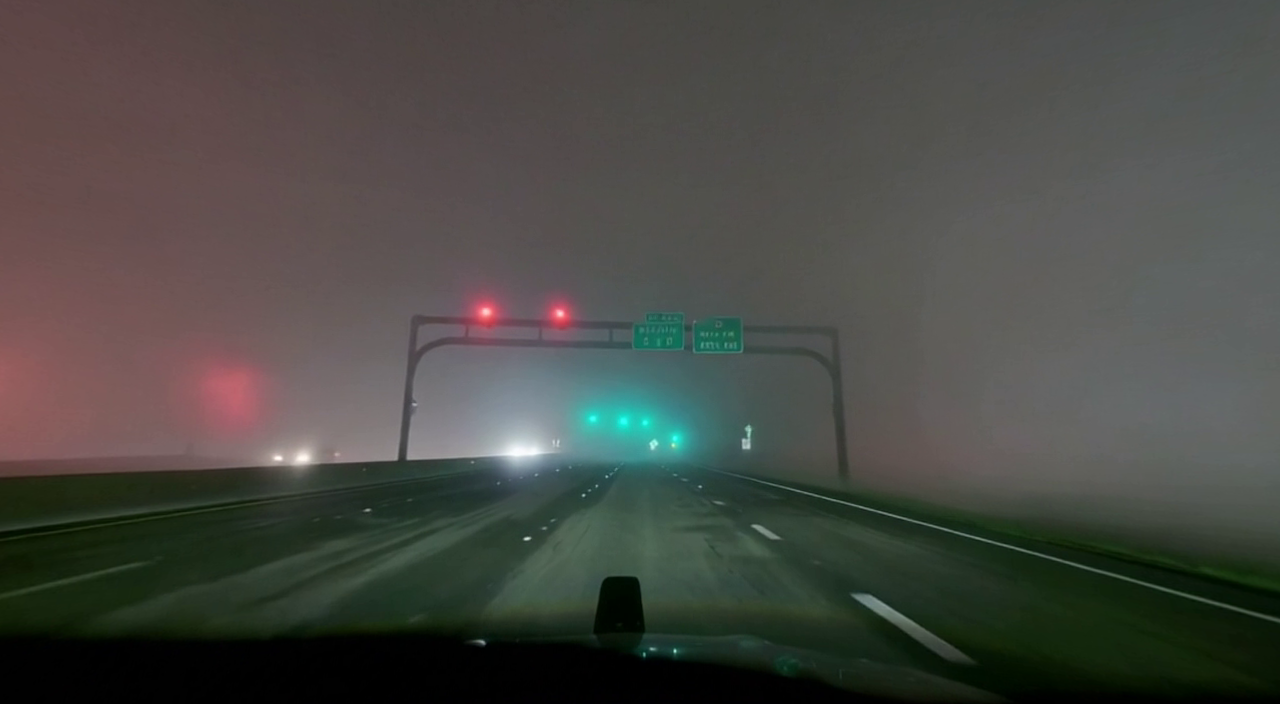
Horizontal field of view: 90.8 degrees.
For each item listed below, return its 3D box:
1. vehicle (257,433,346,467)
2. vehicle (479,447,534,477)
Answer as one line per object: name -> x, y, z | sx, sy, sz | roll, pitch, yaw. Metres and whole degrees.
vehicle -> -16.497, 4.800, 31.073 | 1.934, 1.523, 4.545 | 0, -9, -1
vehicle -> -7.033, 5.840, 33.734 | 2.012, 1.456, 4.309 | 0, -9, 0
